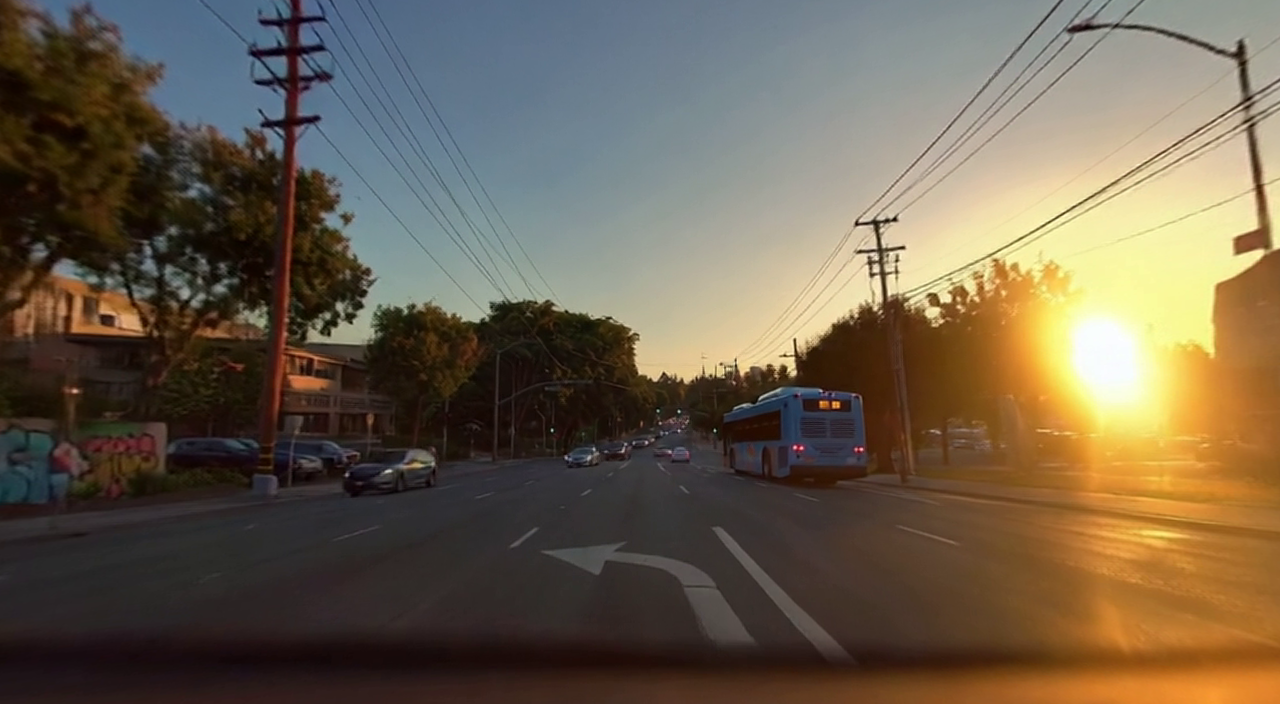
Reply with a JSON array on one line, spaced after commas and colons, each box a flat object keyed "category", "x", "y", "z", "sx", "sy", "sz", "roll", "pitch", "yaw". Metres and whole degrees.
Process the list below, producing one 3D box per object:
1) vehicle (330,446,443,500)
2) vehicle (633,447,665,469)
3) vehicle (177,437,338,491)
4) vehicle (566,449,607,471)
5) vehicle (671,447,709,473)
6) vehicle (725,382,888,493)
[{"category": "vehicle", "x": -8.592, "y": 4.097, "z": 21.927, "sx": 2.017, "sy": 1.659, "sz": 4.405, "roll": 0, "pitch": -8, "yaw": 1}, {"category": "vehicle", "x": 0.583, "y": 7.521, "z": 44.902, "sx": 2.016, "sy": 1.464, "sz": 4.089, "roll": 0, "pitch": -8, "yaw": -2}, {"category": "vehicle", "x": -14.393, "y": 4.233, "z": 24.096, "sx": 4.719, "sy": 1.903, "sz": 2.051, "roll": 1, "pitch": -8, "yaw": -9}, {"category": "vehicle", "x": -3.665, "y": 7.532, "z": 44.296, "sx": 1.915, "sy": 1.452, "sz": 4.654, "roll": -1, "pitch": -8, "yaw": 8}, {"category": "vehicle", "x": 2.976, "y": 6.533, "z": 38.605, "sx": 1.961, "sy": 1.470, "sz": 4.196, "roll": 0, "pitch": -8, "yaw": 0}, {"category": "vehicle", "x": 6.017, "y": 3.557, "z": 25.933, "sx": 3.045, "sy": 3.447, "sz": 12.604, "roll": 0, "pitch": -8, "yaw": -1}]
